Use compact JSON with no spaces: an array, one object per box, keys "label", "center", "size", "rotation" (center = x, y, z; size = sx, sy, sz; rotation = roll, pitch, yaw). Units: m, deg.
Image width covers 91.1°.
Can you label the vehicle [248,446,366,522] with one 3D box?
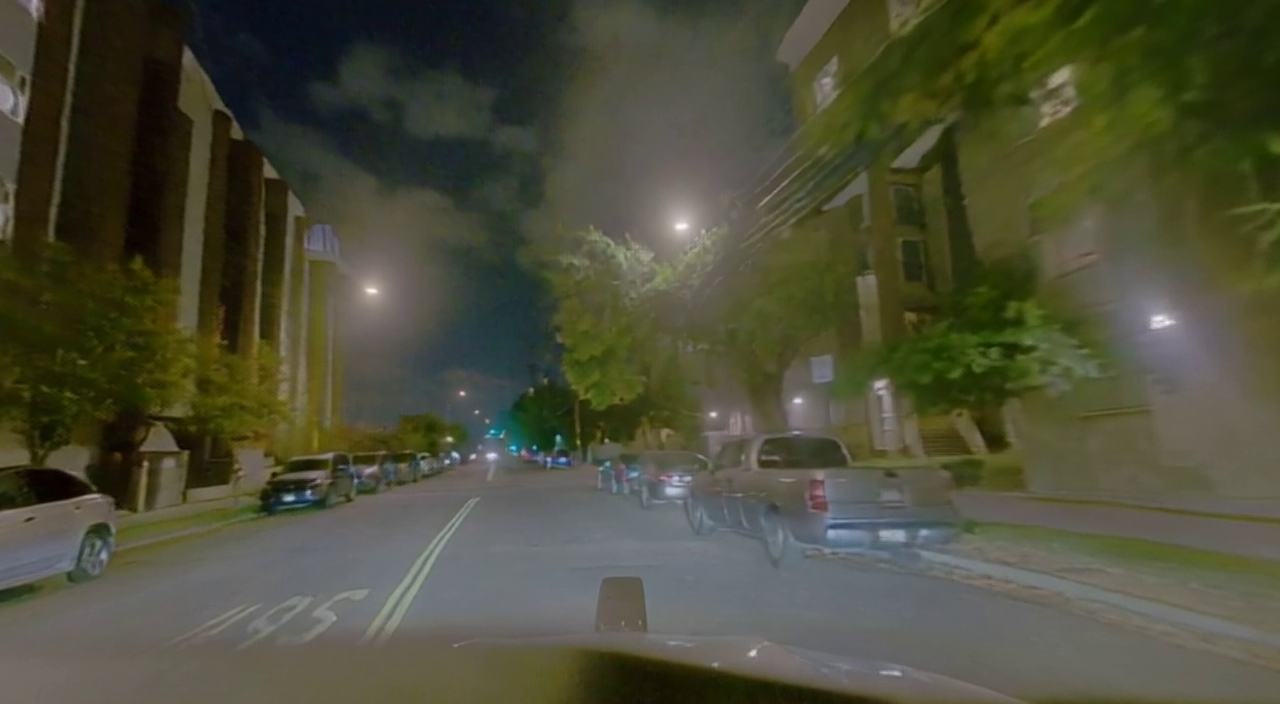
[{"label":"vehicle","center":[-10.337,4.038,19.959],"size":[2.056,1.876,4.824],"rotation":[-1,-7,-12]}]

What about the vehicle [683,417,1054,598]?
[{"label":"vehicle","center":[2.397,1.828,8.511],"size":[2.272,1.626,5.170],"rotation":[2,-9,-12]}]

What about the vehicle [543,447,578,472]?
[{"label":"vehicle","center":[-6.145,8.276,48.285],"size":[2.328,1.730,4.225],"rotation":[1,-11,-12]}]

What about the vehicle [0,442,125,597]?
[{"label":"vehicle","center":[-8.800,2.075,7.617],"size":[2.037,1.851,4.569],"rotation":[0,-11,-13]}]

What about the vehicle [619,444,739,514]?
[{"label":"vehicle","center":[0.802,3.154,16.240],"size":[1.868,1.494,4.652],"rotation":[1,-9,-12]}]
